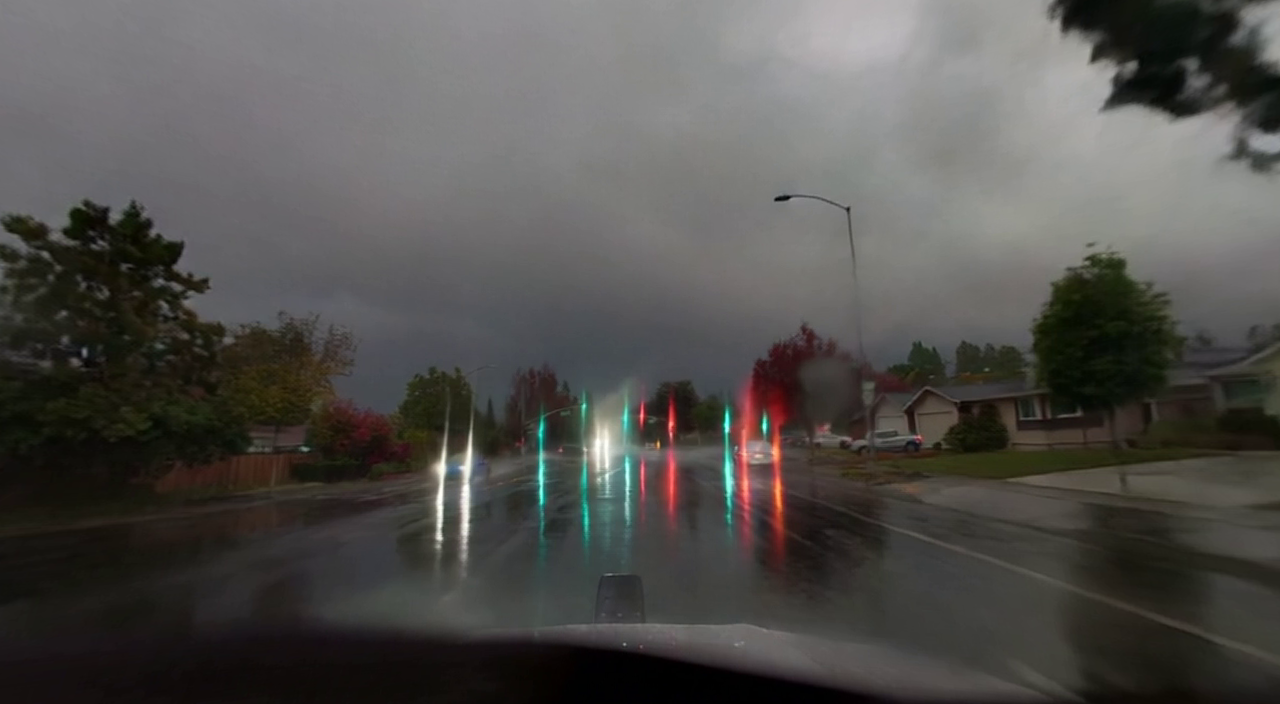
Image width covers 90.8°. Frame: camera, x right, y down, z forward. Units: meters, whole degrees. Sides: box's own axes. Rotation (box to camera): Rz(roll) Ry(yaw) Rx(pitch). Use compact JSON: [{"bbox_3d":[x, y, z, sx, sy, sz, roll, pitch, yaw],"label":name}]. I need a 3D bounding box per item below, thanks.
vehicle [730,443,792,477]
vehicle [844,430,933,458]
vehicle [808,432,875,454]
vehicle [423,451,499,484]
[{"bbox_3d":[5.470,4.929,29.177,1.917,1.440,4.335,0,-9,-1],"label":"vehicle"},{"bbox_3d":[13.663,5.062,34.937,4.164,1.470,1.921,0,-7,3],"label":"vehicle"},{"bbox_3d":[14.531,6.592,45.737,4.210,1.474,1.799,-1,-8,2],"label":"vehicle"},{"bbox_3d":[-8.720,5.657,31.291,2.067,1.491,4.807,-1,-9,4],"label":"vehicle"}]
